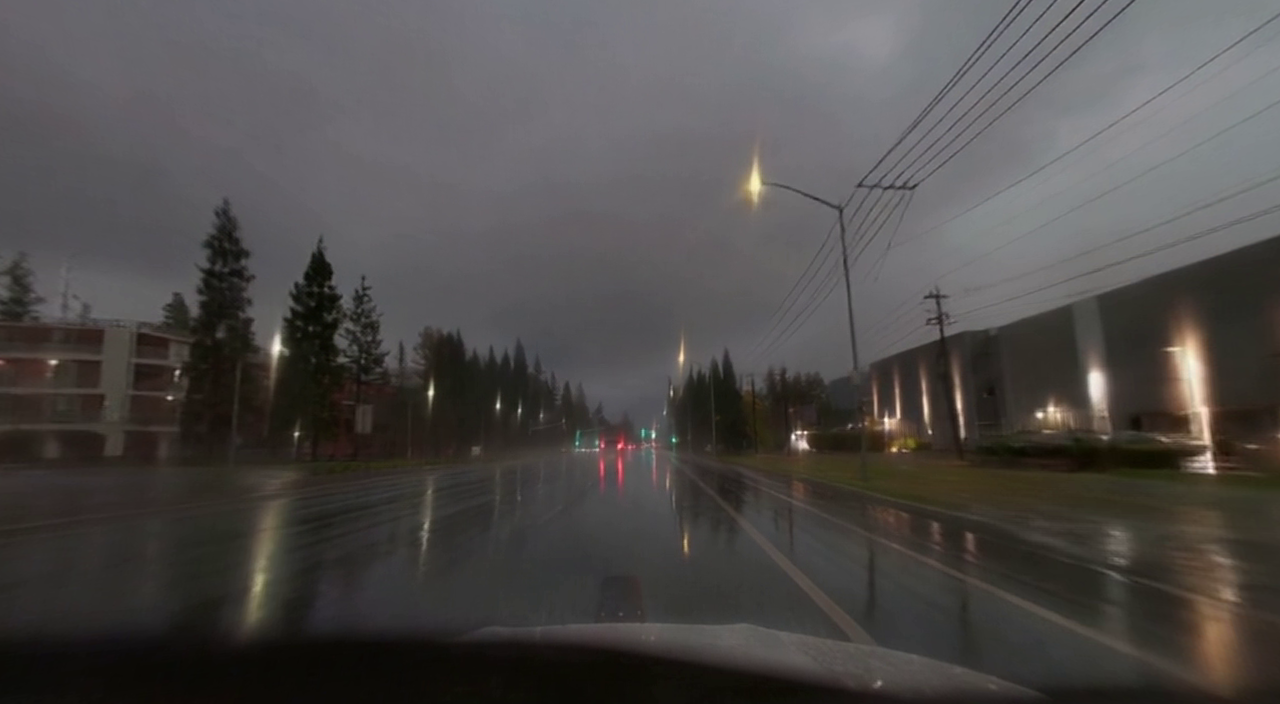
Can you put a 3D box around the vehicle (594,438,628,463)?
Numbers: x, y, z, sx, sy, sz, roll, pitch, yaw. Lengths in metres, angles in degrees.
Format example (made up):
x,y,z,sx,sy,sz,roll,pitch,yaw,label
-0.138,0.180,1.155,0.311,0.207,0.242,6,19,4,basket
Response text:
x,y,z,sx,sy,sz,roll,pitch,yaw,label
-2.042,7.038,45.216,2.121,1.654,3.993,0,-8,2,vehicle
